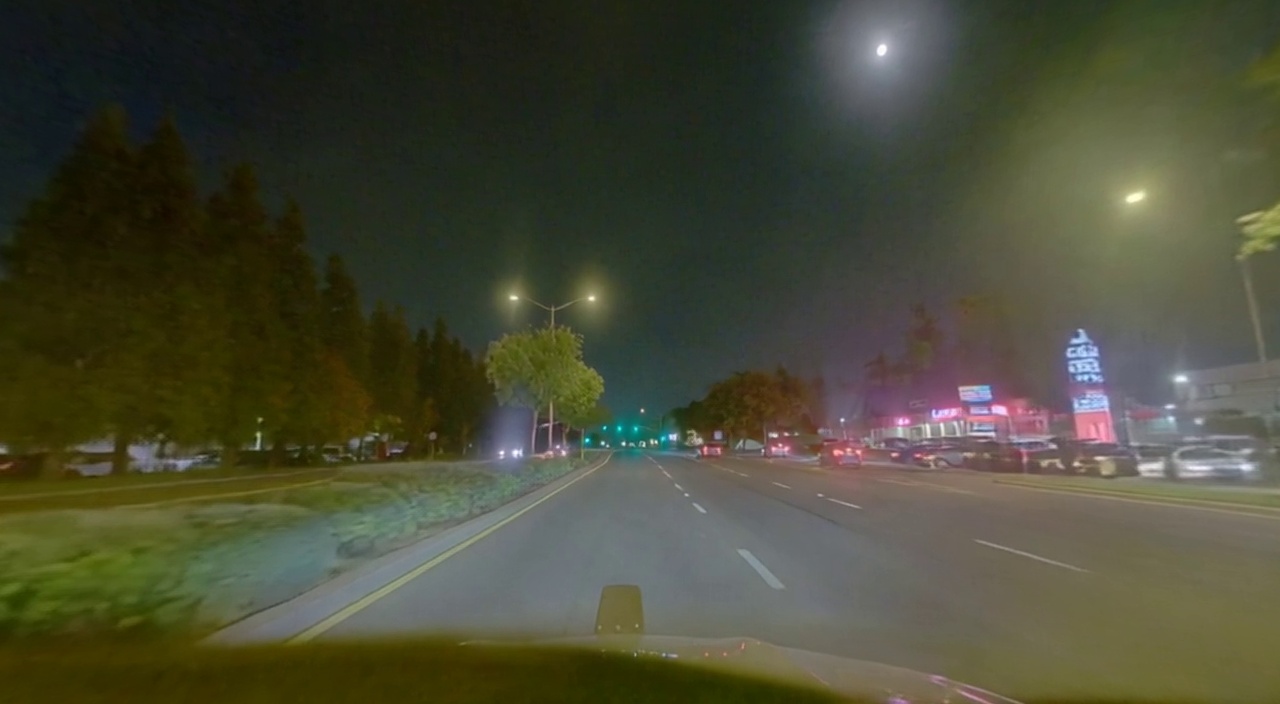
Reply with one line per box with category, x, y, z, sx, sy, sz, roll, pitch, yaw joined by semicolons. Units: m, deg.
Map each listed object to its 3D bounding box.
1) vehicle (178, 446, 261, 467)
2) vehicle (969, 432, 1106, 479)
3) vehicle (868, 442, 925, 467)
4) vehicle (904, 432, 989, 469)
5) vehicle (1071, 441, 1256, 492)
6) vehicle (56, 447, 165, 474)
vehicle;-31.083;7.744;46.795;4.742;1.459;1.867;-1;-8;0
vehicle;16.444;4.305;26.586;2.052;1.749;5.213;1;-9;-4
vehicle;16.103;6.412;39.933;1.892;1.421;4.556;-1;-8;3
vehicle;18.856;6.053;39.279;2.232;2.008;5.812;-3;-8;-1
vehicle;16.689;3.642;20.545;1.863;1.445;4.703;0;-8;-2
vehicle;-29.613;6.079;35.428;4.461;1.441;1.820;0;-8;0
